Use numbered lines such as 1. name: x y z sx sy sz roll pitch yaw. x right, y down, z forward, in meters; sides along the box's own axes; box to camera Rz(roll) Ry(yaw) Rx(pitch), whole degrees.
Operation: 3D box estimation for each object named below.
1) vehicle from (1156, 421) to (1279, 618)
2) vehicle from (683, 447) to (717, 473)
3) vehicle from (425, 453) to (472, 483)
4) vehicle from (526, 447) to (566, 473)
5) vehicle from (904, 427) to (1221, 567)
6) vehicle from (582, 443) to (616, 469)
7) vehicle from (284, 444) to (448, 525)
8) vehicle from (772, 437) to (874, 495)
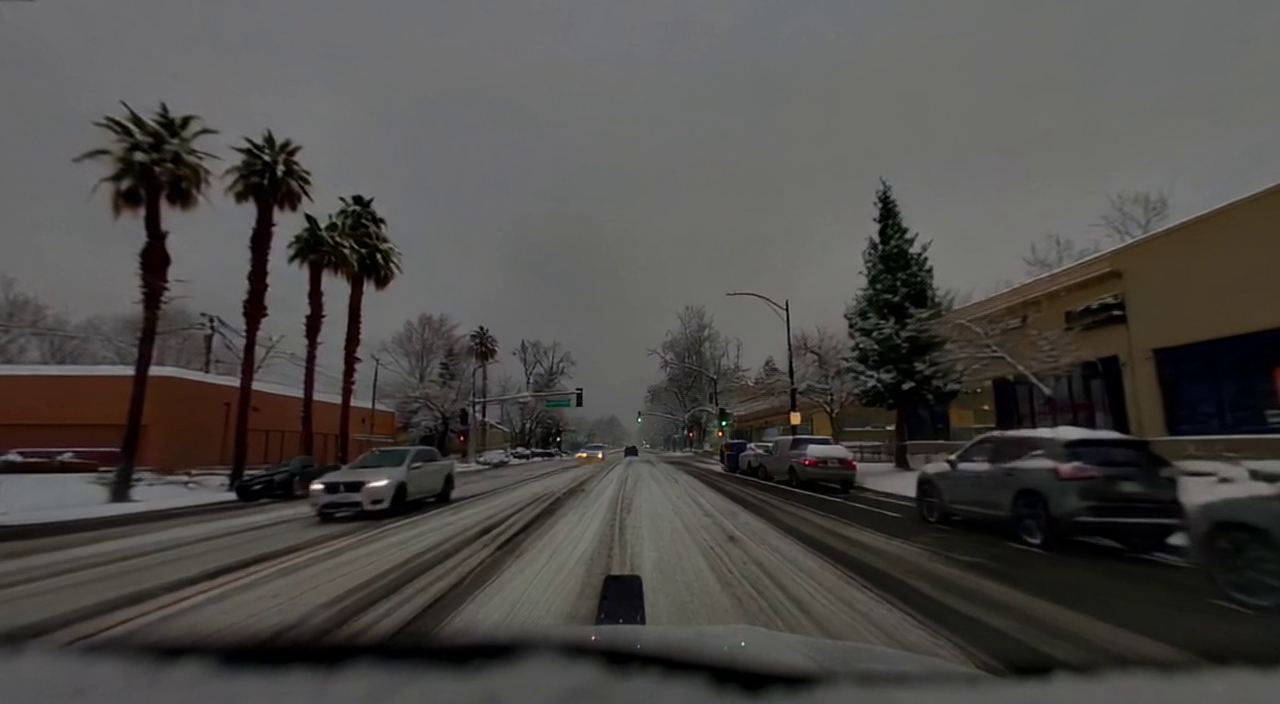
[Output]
1. vehicle: 6.637 1.348 4.624 1.846 1.739 4.525 0 -8 0
2. vehicle: 3.683 6.711 39.487 1.896 1.501 3.625 0 -8 2
3. vehicle: -12.612 7.728 41.818 1.813 1.544 4.070 -1 -15 0
4. vehicle: -6.225 7.184 42.312 2.008 1.661 4.269 0 -8 1
5. vehicle: 6.508 2.237 10.622 1.966 1.790 4.646 0 -8 -2
6. vehicle: -3.107 7.977 48.716 2.252 1.832 4.843 0 -8 0
7. vehicle: -5.890 2.844 14.188 2.010 1.538 3.871 0 -8 -2
8. vehicle: 6.613 4.170 23.595 2.128 1.887 5.602 0 -8 0
